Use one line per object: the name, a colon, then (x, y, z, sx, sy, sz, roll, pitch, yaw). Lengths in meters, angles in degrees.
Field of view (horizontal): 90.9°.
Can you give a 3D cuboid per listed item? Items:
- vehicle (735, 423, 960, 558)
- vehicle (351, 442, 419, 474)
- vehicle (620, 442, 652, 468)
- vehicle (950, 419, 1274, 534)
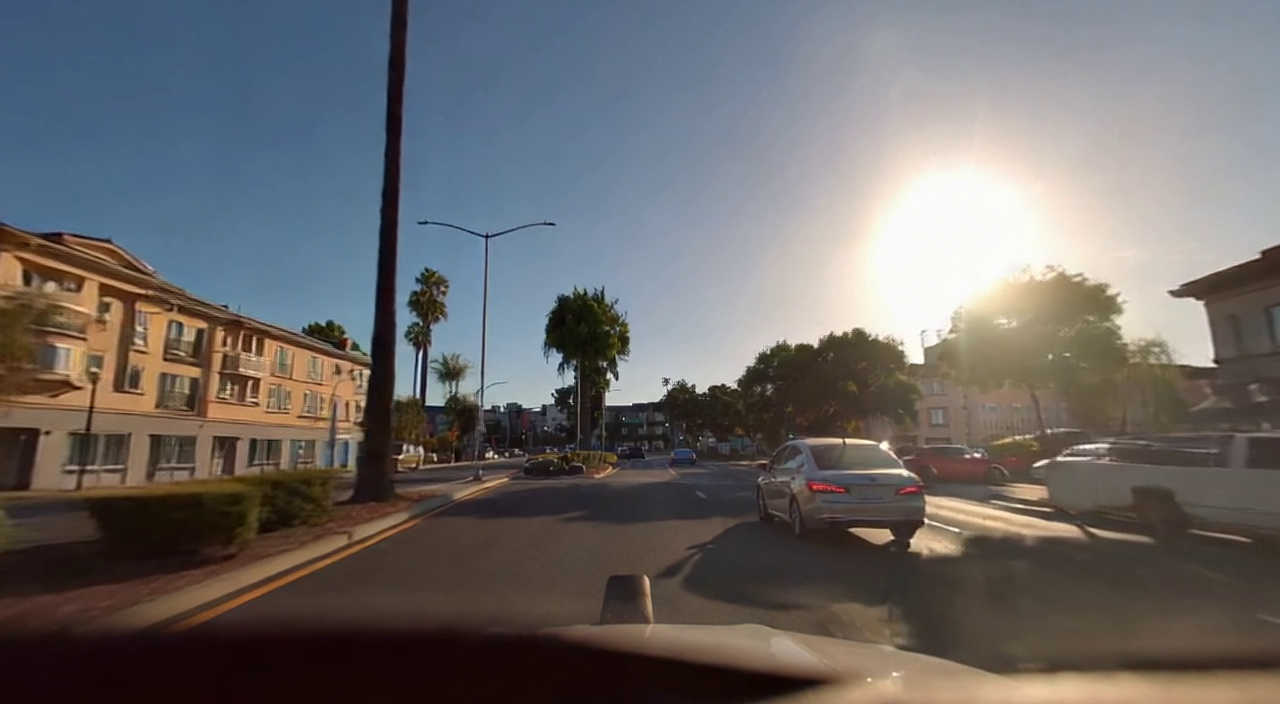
vehicle: (2.879, 2.026, 9.924, 2.009, 1.639, 4.267, 0, -9, -1)
vehicle: (-15.643, 6.522, 39.050, 2.180, 1.830, 4.924, 0, -9, -1)
vehicle: (-0.221, 7.148, 43.968, 2.087, 1.709, 4.076, 0, -9, 1)
vehicle: (10.010, 2.704, 14.475, 2.618, 2.048, 6.195, 0, -9, 0)
